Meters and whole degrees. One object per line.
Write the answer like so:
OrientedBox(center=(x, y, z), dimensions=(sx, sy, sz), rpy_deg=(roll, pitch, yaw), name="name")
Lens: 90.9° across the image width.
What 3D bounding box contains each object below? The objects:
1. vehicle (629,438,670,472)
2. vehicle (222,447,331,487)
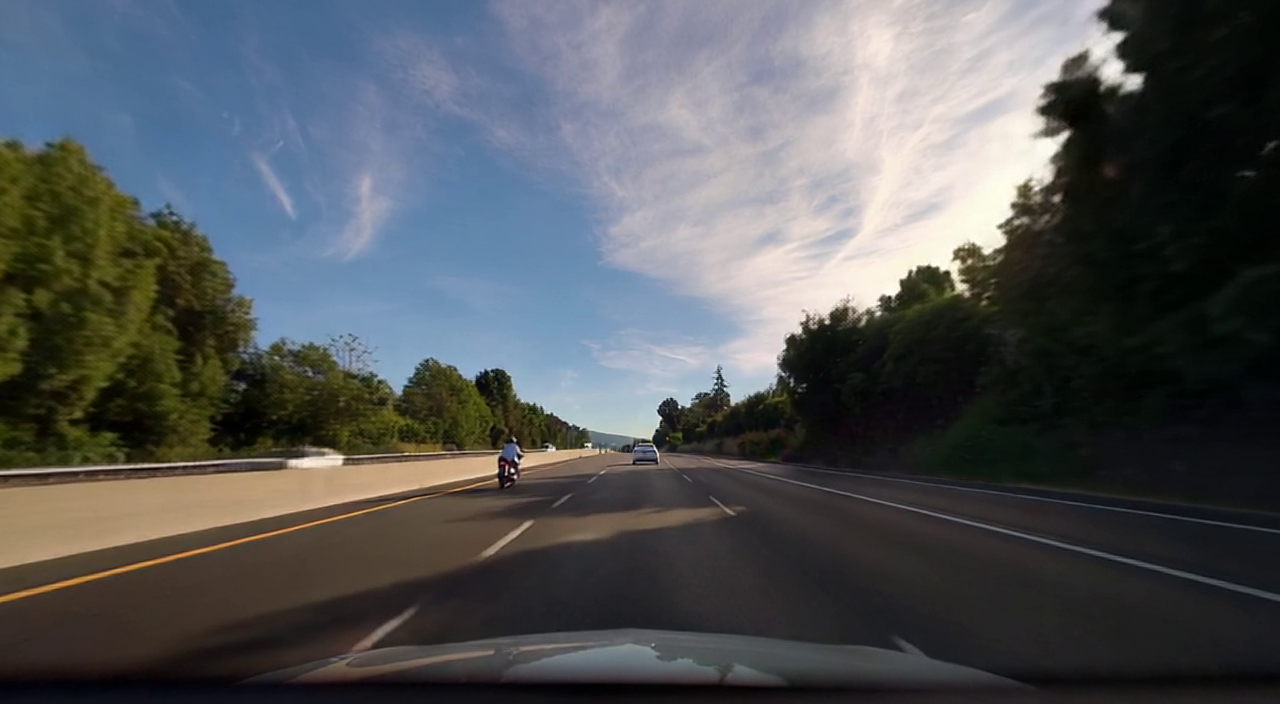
OrientedBox(center=(0.546, 6.017, 36.914), dimensions=(2.247, 1.825, 4.036), rpy_deg=(0, -9, 1), name="vehicle")
OrientedBox(center=(-15.246, 4.829, 26.798), dimensions=(1.903, 1.493, 4.589), rpy_deg=(0, -9, 0), name="vehicle")
